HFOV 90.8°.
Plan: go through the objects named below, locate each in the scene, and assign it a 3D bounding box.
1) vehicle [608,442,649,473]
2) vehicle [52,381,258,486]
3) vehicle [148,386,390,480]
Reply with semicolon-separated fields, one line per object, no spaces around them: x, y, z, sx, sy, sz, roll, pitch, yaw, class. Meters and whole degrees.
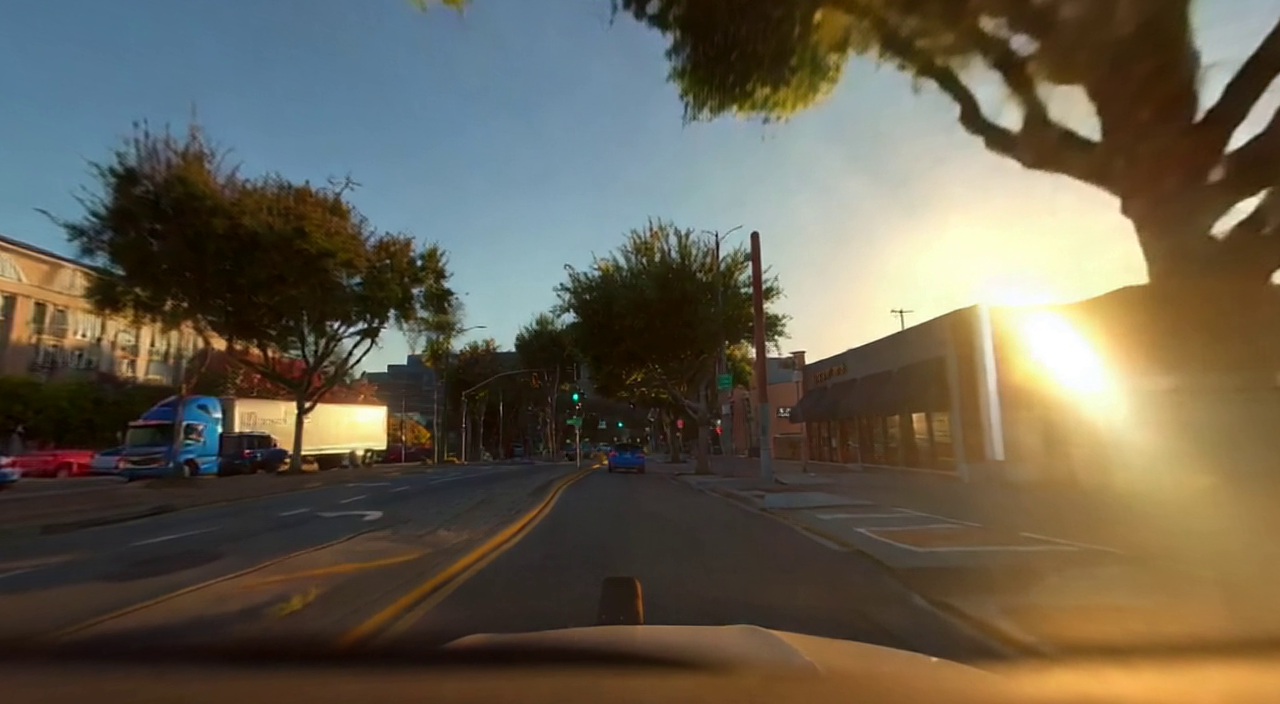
-0.536;5.410;32.575;2.006;1.470;3.799;0;-8;1;vehicle
-20.530;3.571;27.299;3.045;3.961;6.104;-2;-9;17;vehicle
-18.513;4.369;33.264;2.792;4.025;11.784;-3;-9;19;vehicle
